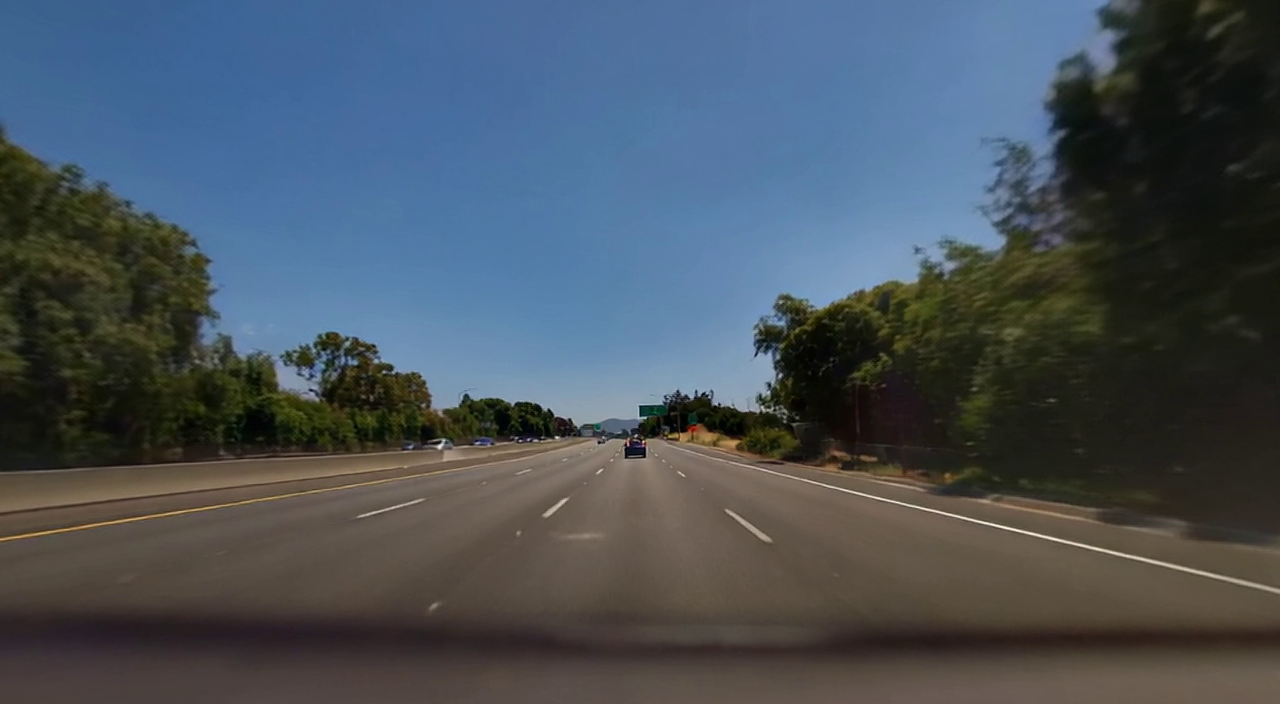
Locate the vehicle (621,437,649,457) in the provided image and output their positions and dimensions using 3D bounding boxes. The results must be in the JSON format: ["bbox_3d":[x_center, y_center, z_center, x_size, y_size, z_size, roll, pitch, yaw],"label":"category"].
[{"bbox_3d":[-0.445,7.251,48.182,2.025,1.460,4.189,0,-8,-2],"label":"vehicle"}]
